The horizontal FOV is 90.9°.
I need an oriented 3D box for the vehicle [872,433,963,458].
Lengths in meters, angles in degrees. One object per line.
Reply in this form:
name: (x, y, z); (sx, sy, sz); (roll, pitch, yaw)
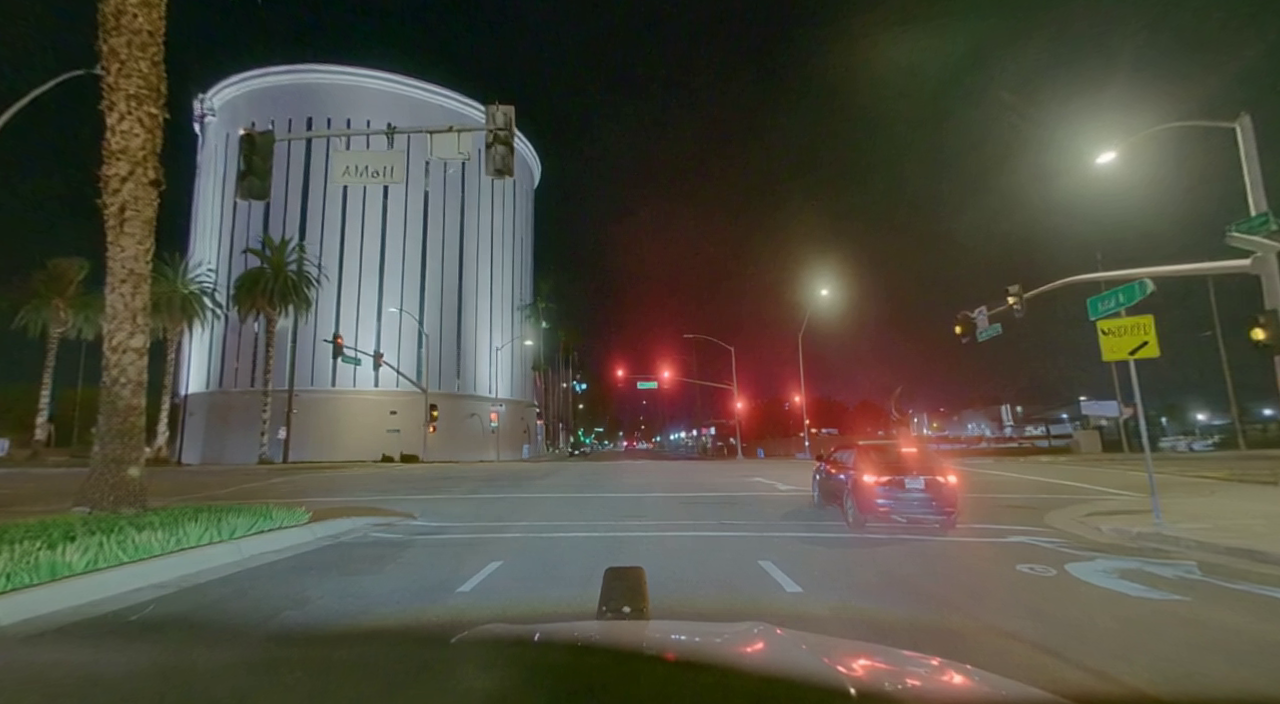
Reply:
vehicle: (16.903, 5.733, 38.504); (4.684, 1.461, 1.777); (0, -8, -1)

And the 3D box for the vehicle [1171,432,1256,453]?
vehicle: (42.100, 6.634, 46.305); (4.437, 1.469, 1.811); (0, -8, 0)

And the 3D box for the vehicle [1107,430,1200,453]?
vehicle: (33.818, 5.933, 41.579); (4.567, 1.458, 1.791); (0, -8, 0)

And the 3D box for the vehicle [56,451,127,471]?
vehicle: (-41.728, 8.305, 48.010); (3.698, 1.467, 1.779); (0, -8, -1)

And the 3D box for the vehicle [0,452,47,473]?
vehicle: (-48.060, 8.416, 48.135); (3.786, 1.555, 1.702); (0, -8, 2)

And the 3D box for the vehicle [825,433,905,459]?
vehicle: (15.022, 6.282, 42.250); (4.648, 1.665, 1.910); (0, -8, -1)

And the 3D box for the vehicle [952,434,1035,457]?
vehicle: (23.524, 6.208, 42.008); (4.423, 1.465, 1.798); (0, -8, 0)

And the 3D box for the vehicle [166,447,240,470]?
vehicle: (-33.239, 8.104, 48.004); (4.136, 1.661, 1.857); (0, -8, 0)
